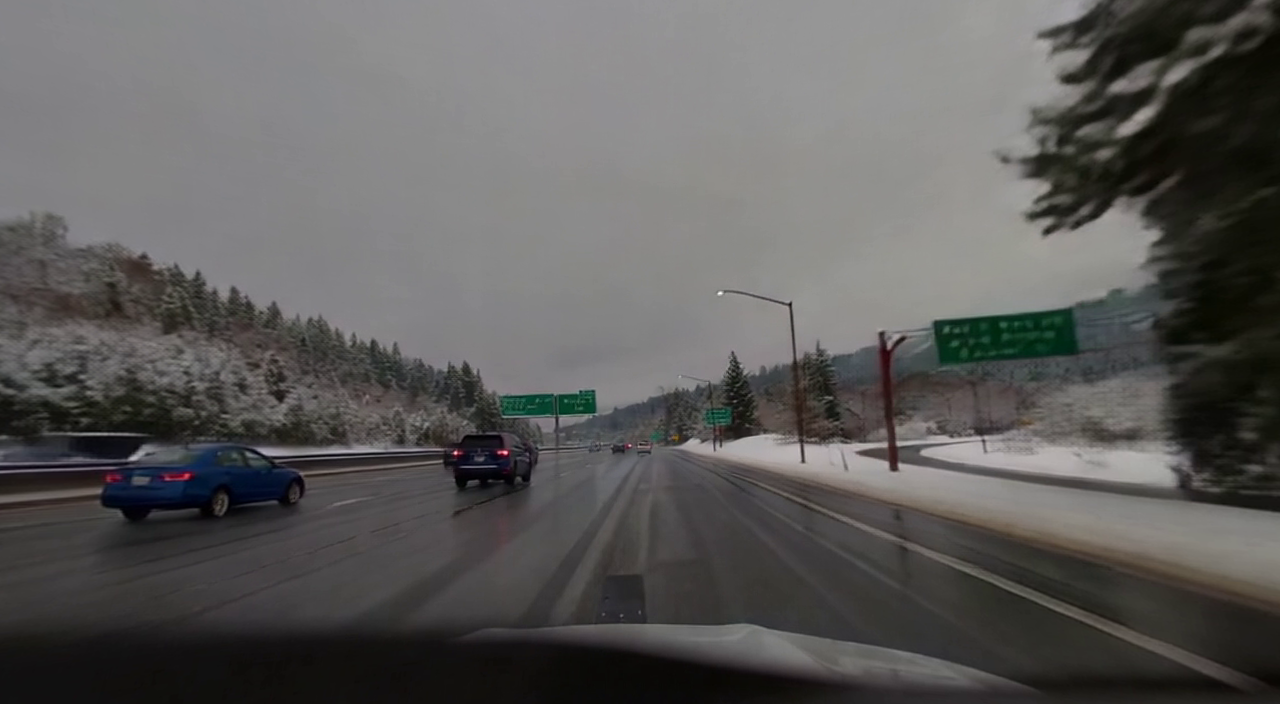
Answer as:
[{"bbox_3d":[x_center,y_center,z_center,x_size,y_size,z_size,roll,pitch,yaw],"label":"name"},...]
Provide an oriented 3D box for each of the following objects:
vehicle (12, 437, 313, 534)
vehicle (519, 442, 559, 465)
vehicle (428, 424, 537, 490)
[{"bbox_3d":[-8.863,2.496,12.477,1.984,1.508,4.935,0,-9,2],"label":"vehicle"},{"bbox_3d":[-7.415,7.476,46.532,2.069,1.636,4.483,0,-9,2],"label":"vehicle"},{"bbox_3d":[-5.111,3.503,21.289,2.219,1.947,4.924,0,-9,2],"label":"vehicle"}]
